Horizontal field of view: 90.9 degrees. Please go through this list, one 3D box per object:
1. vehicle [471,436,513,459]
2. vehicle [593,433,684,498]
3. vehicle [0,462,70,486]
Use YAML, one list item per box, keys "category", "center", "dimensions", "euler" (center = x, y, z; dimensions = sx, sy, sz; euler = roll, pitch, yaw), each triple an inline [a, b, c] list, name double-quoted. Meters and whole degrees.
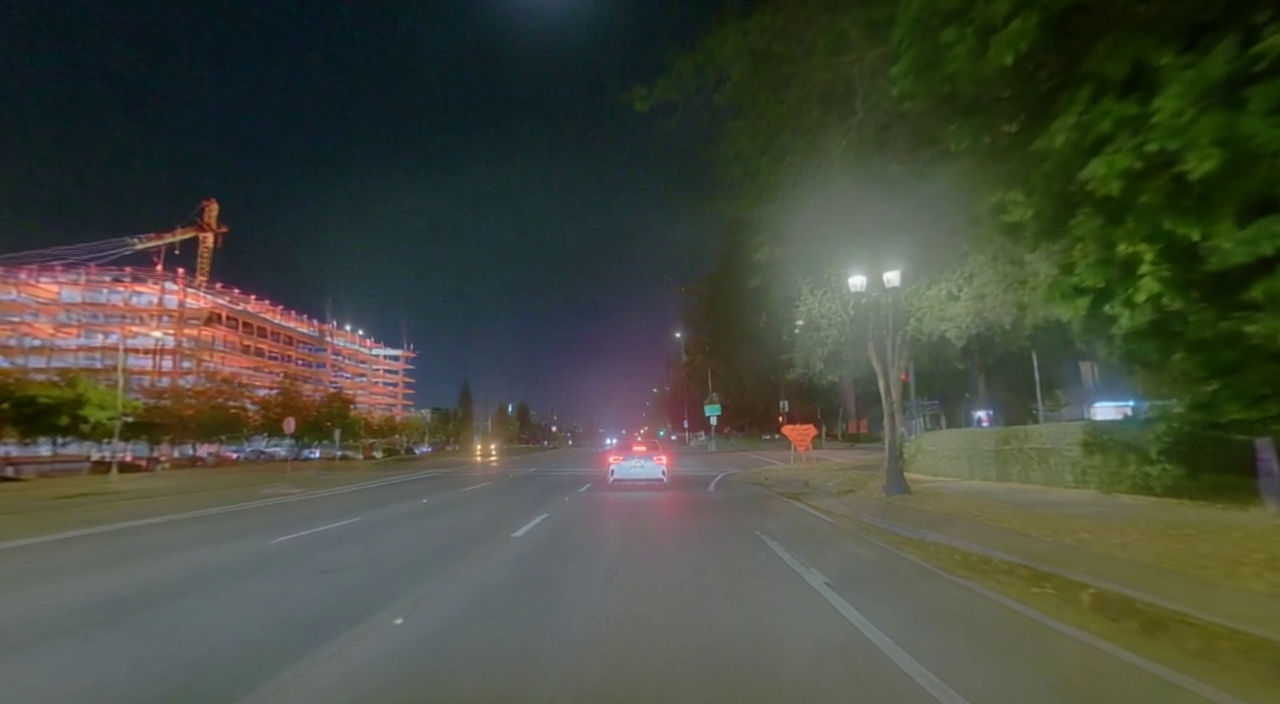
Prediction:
- category: "vehicle"
  center: [-10.211, 6.508, 43.124]
  dimensions: [2.072, 1.465, 4.394]
  euler: [3, -9, -22]
- category: "vehicle"
  center: [-0.034, 2.923, 16.669]
  dimensions: [2.112, 1.482, 4.076]
  euler: [0, -8, 0]
- category: "vehicle"
  center: [-39.752, 7.838, 40.649]
  dimensions: [4.111, 1.412, 1.777]
  euler: [0, -8, -2]
